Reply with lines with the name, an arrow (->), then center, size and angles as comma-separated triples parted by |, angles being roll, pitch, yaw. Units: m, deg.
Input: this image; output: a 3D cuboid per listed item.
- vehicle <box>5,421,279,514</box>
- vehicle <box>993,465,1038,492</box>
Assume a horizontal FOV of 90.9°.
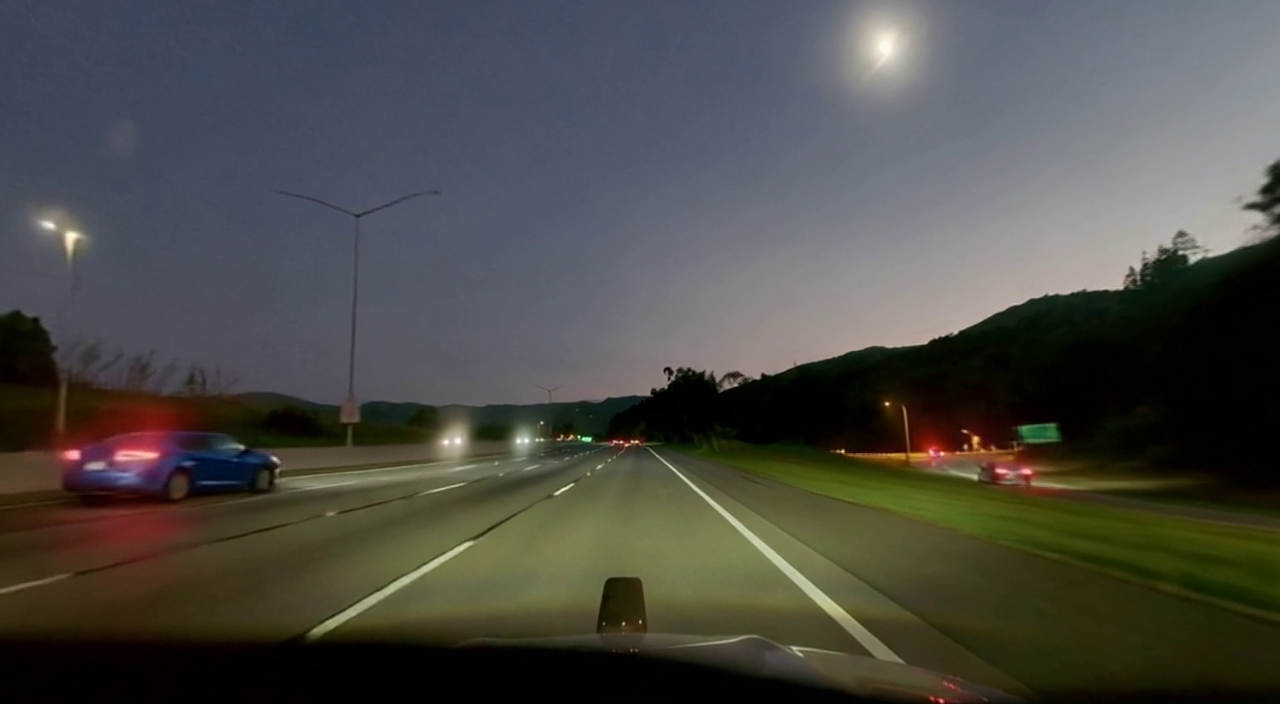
vehicle -> -10.881, 2.548, 14.479 | 2.152, 1.753, 4.972 | 0, -8, 1
vehicle -> 29.043, 9.748, 48.908 | 2.108, 1.763, 4.817 | -3, -9, 21
